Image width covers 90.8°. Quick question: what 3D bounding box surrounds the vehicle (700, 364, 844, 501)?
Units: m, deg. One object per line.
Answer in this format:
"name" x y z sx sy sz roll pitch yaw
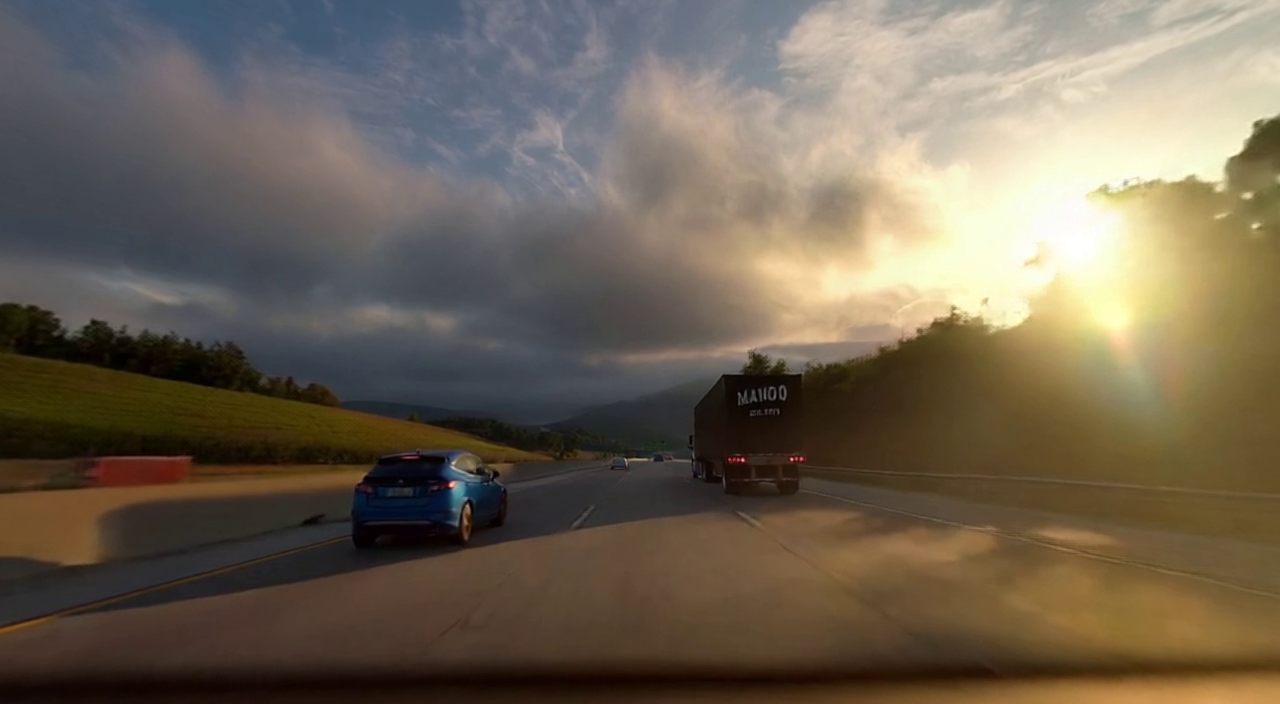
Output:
"vehicle" 4.555 3.411 25.649 2.832 4.034 13.924 0 -9 0

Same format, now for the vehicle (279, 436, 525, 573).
"vehicle" -3.112 2.064 9.399 1.945 1.537 4.294 0 -9 1
